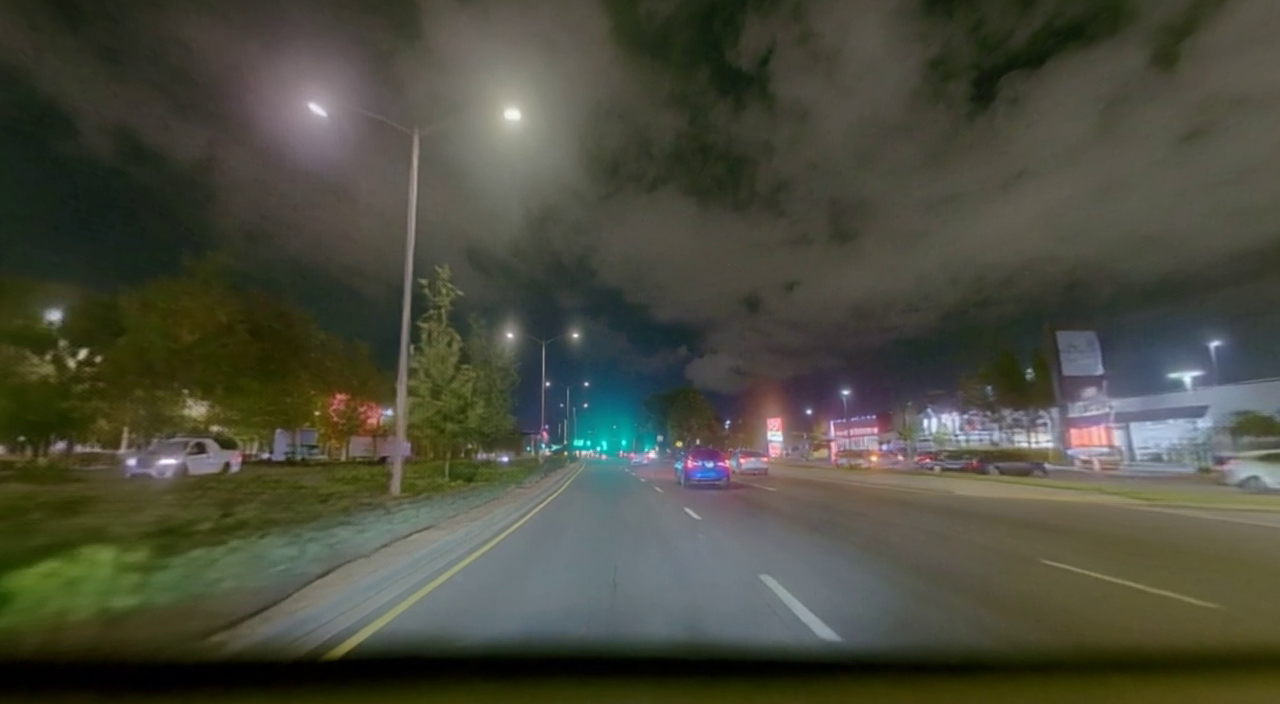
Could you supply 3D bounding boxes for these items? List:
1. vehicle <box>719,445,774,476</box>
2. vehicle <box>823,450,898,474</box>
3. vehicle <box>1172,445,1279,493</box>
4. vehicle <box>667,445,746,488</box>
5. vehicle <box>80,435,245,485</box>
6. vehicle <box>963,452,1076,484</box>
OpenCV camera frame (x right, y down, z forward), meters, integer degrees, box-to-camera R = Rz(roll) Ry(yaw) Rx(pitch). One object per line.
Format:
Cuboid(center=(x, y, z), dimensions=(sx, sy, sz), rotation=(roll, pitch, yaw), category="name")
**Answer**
Cuboid(center=(5.629, 5.788, 33.776), dimensions=(1.886, 1.528, 4.169), rotation=(1, -9, -6), category="vehicle")
Cuboid(center=(15.123, 7.518, 43.198), dimensions=(4.486, 1.532, 1.939), rotation=(3, -9, -18), category="vehicle")
Cuboid(center=(21.527, 4.055, 22.037), dimensions=(4.530, 1.551, 2.049), rotation=(2, -9, -14), category="vehicle")
Cuboid(center=(2.392, 4.292, 23.931), dimensions=(2.256, 1.451, 4.313), rotation=(1, -9, -4), category="vehicle")
Cuboid(center=(-22.463, 5.126, 30.219), dimensions=(2.593, 2.075, 6.841), rotation=(0, -9, 0), category="vehicle")
Cuboid(center=(18.792, 5.696, 31.232), dimensions=(4.646, 1.479, 2.070), rotation=(3, -9, -16), category="vehicle")
